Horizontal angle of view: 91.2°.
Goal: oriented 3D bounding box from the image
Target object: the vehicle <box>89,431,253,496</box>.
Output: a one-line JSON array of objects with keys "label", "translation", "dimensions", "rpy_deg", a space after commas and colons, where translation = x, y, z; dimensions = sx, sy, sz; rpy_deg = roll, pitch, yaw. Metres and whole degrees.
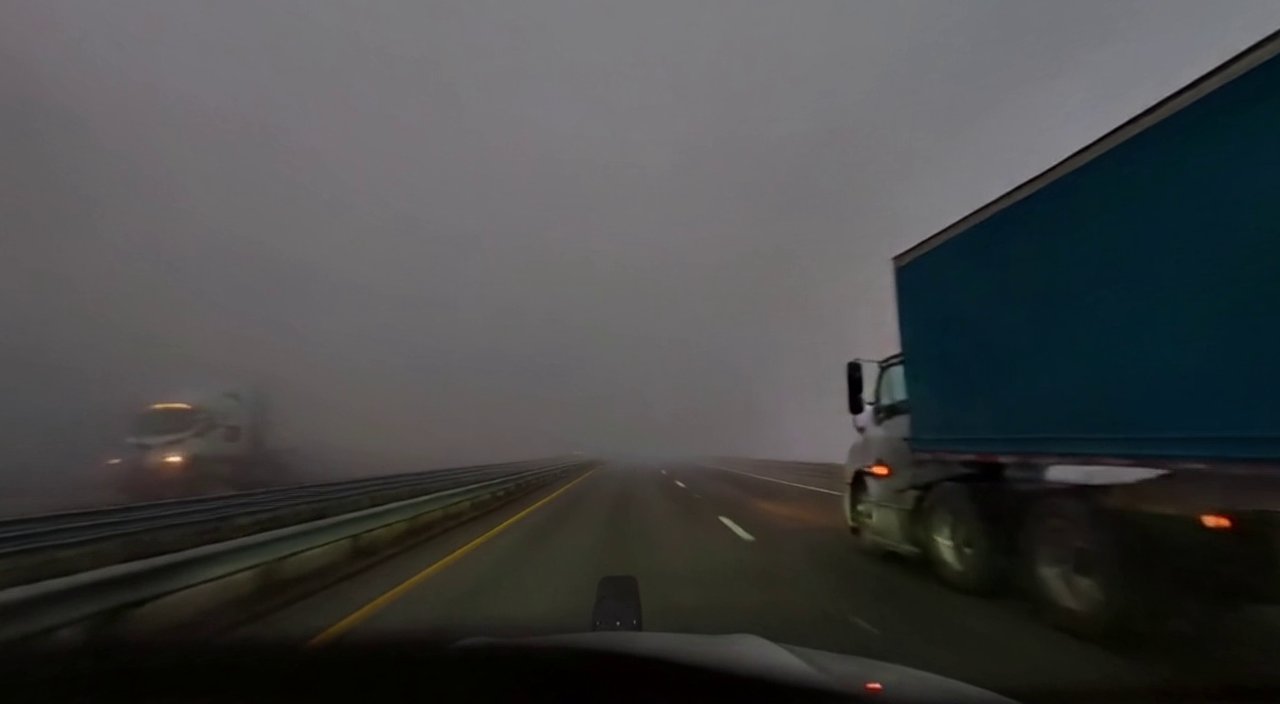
[{"label": "vehicle", "translation": [-21.138, 5.043, 28.861], "dimensions": [2.345, 2.583, 6.782], "rpy_deg": [0, -9, -1]}]

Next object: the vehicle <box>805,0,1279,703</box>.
[{"label": "vehicle", "translation": [3.954, 0.148, 5.737], "dimensions": [3.038, 3.983, 6.291], "rpy_deg": [0, -9, 0]}]
